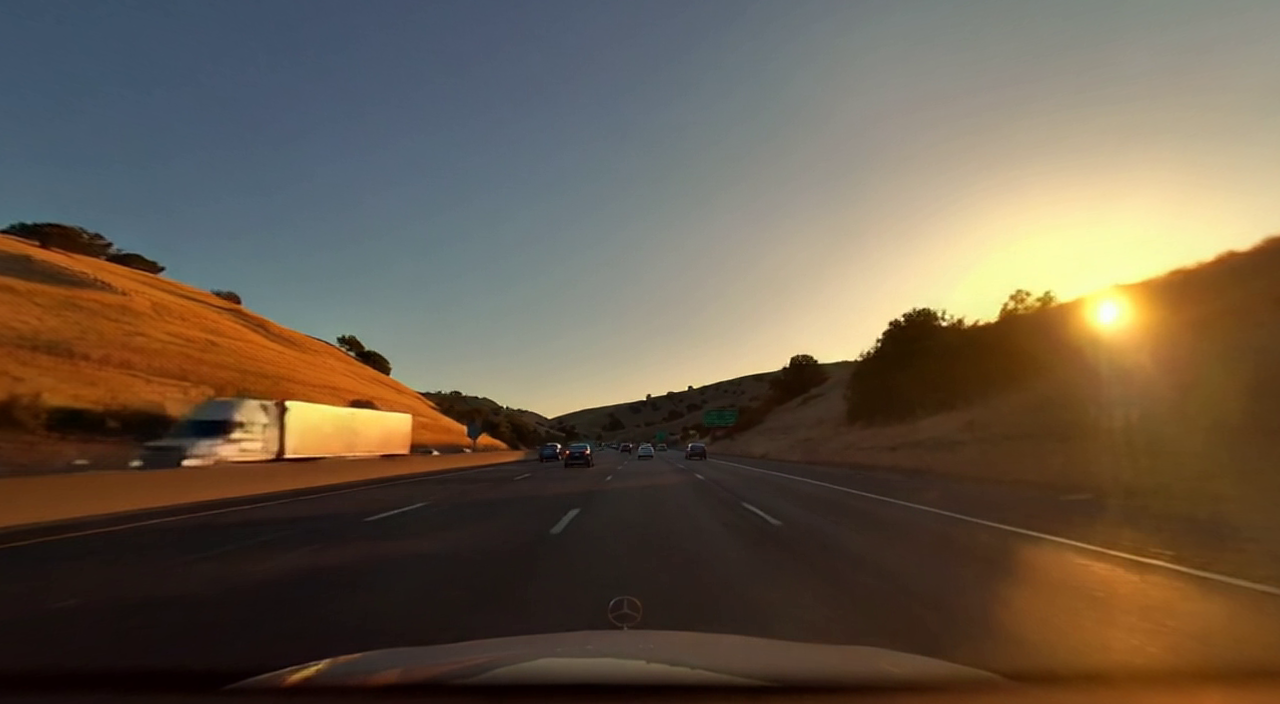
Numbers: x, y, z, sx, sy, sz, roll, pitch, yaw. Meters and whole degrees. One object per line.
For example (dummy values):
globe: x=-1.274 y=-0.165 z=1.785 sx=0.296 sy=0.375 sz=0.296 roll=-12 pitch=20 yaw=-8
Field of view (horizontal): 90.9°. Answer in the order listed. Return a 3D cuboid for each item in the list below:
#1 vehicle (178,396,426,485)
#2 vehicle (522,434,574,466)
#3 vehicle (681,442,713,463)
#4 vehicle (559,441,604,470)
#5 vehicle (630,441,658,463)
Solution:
vehicle: x=-13.252 y=3.845 z=27.141 sx=3.356 sy=2.882 sz=13.070 roll=0 pitch=-8 yaw=1
vehicle: x=-6.269 y=6.792 z=43.998 sx=2.589 sy=2.063 sz=6.206 roll=0 pitch=-8 yaw=1
vehicle: x=4.378 y=7.722 z=48.650 sx=2.027 sy=1.525 sz=4.348 roll=0 pitch=-8 yaw=0
vehicle: x=-3.279 y=5.913 z=36.377 sx=2.091 sy=1.552 sz=4.516 roll=0 pitch=-8 yaw=1
vehicle: x=0.305 y=7.558 z=47.756 sx=2.031 sy=1.566 sz=3.904 roll=0 pitch=-8 yaw=0
